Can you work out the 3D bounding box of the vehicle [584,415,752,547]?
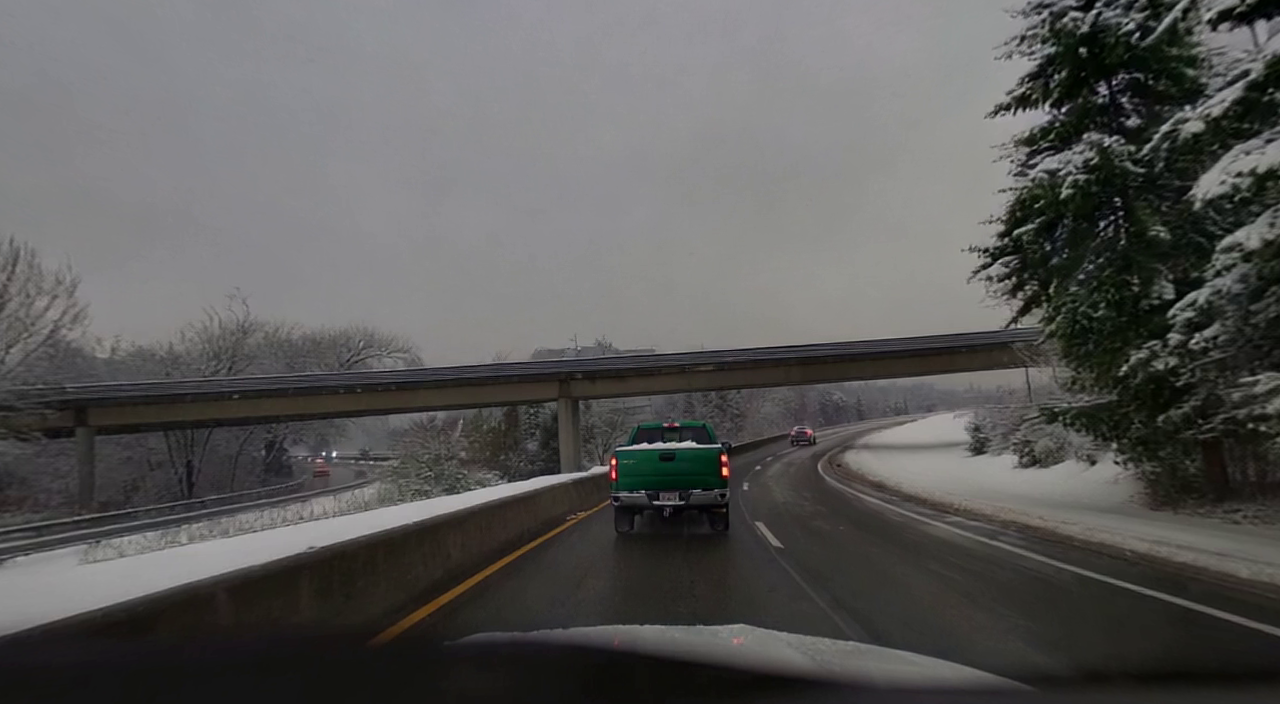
[{"bbox_3d":[0.533,2.042,10.642,2.235,1.716,4.435,-1,-9,4],"label":"vehicle"}]
